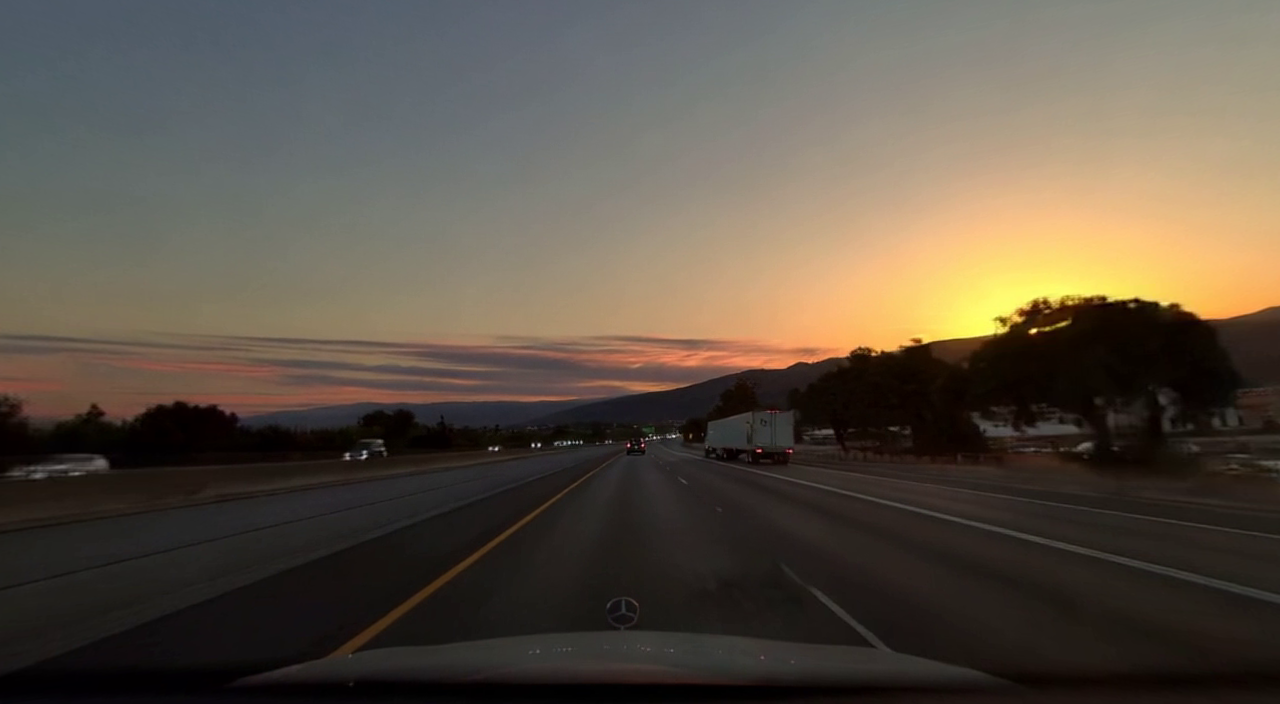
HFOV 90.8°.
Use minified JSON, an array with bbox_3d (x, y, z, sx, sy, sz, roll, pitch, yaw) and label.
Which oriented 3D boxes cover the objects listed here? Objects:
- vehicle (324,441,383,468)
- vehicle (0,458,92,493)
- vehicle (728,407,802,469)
[{"bbox_3d":[-22.392,7.994,49.568,2.071,2.009,5.318,0,-8,0],"label":"vehicle"},{"bbox_3d":[-29.591,5.917,30.582,1.814,1.455,4.645,0,-8,1],"label":"vehicle"},{"bbox_3d":[7.094,5.072,37.003,2.793,3.204,7.997,0,-8,1],"label":"vehicle"}]
